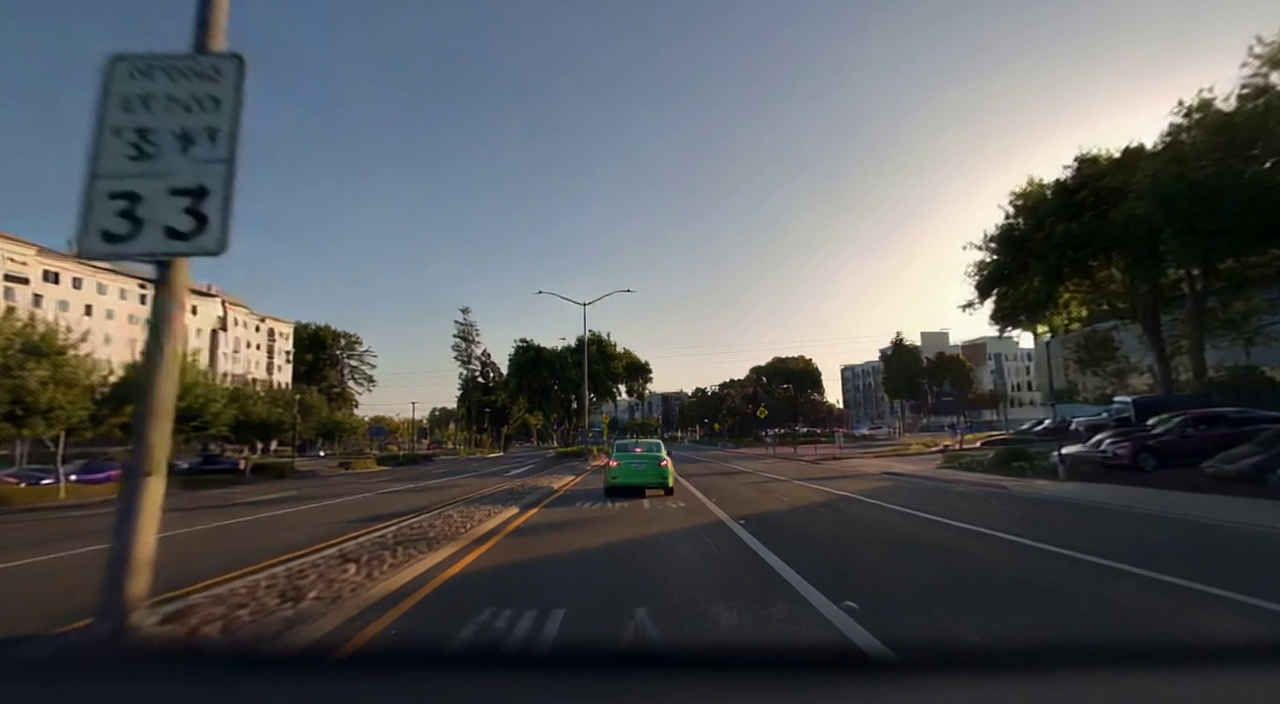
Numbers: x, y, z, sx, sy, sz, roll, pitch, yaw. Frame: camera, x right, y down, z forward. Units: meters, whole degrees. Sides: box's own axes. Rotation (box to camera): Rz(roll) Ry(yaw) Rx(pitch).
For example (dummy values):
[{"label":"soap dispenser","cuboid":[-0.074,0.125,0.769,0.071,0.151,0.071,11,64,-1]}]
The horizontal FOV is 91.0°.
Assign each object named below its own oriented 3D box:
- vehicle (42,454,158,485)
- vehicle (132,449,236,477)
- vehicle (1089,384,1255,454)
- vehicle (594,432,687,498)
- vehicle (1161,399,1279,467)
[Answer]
[{"label":"vehicle","cuboid":[-27.851,6.046,32.551,4.209,1.497,1.913,0,-9,0]},{"label":"vehicle","cuboid":[-27.691,6.760,38.329,4.665,1.578,2.051,0,-7,-3]},{"label":"vehicle","cuboid":[24.393,3.265,29.315,2.170,2.875,5.941,1,-9,-3]},{"label":"vehicle","cuboid":[-0.019,2.867,16.379,2.126,1.475,3.967,0,-8,-1]},{"label":"vehicle","cuboid":[21.575,3.001,22.837,2.336,2.164,5.796,-3,-9,22]}]
